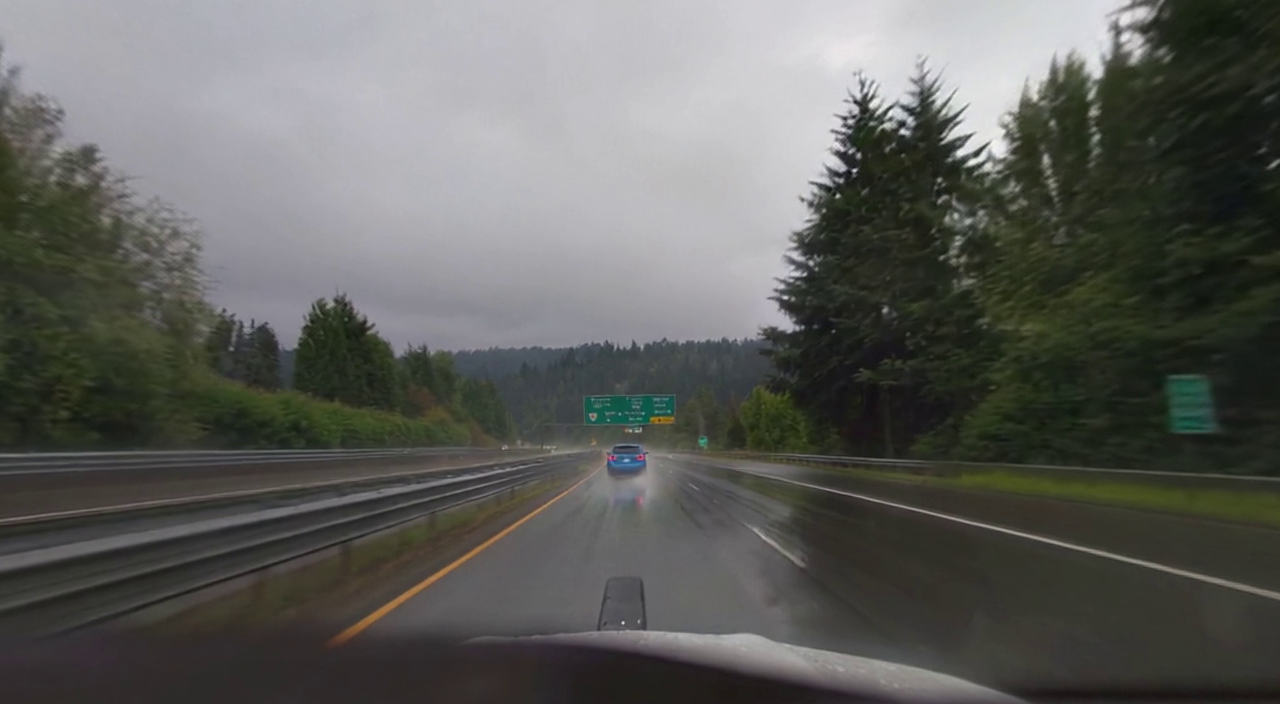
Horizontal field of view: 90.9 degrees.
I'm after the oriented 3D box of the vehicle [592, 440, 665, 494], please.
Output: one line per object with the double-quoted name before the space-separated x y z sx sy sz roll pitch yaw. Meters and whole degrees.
"vehicle" -0.343 3.573 19.970 2.069 1.523 4.012 0 -9 0
